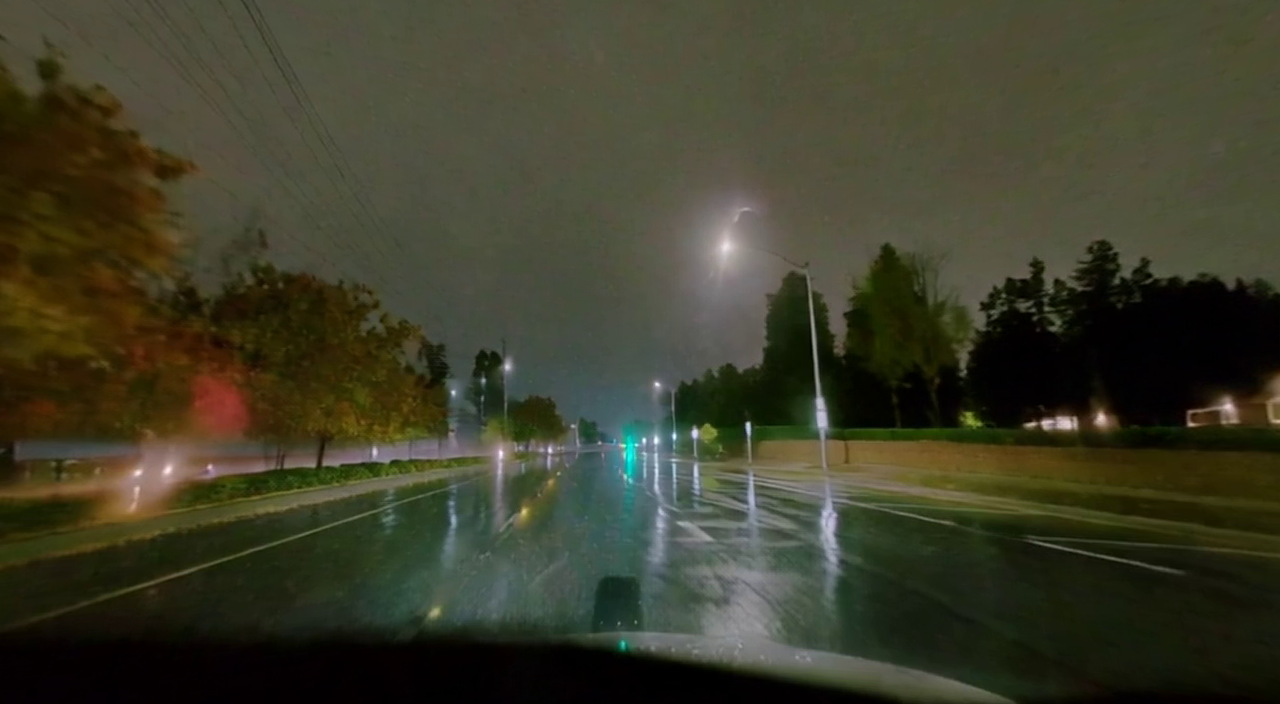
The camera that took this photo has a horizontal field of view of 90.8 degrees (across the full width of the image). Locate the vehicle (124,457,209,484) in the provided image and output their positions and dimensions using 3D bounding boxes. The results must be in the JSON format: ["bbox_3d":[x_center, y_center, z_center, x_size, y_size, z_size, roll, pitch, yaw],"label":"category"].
[{"bbox_3d":[-31.580,7.902,42.370,2.089,1.556,4.961,0,-9,-4],"label":"vehicle"}]
